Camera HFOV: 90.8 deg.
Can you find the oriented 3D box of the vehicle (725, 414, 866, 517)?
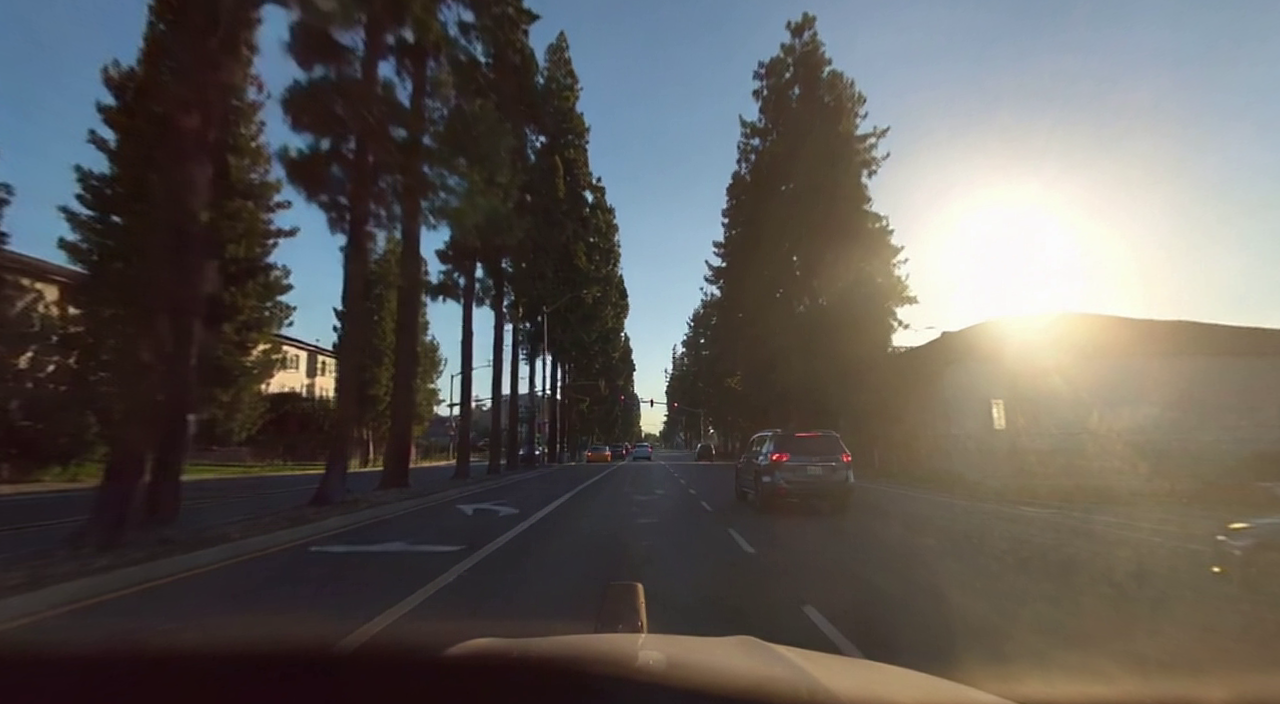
[{"bbox_3d":[3.241,2.470,14.205,2.035,1.940,4.299,0,-8,0],"label":"vehicle"}]

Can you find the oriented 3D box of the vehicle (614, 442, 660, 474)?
[{"bbox_3d":[-0.126,5.140,30.867,2.119,1.460,3.847,0,-8,0],"label":"vehicle"}]

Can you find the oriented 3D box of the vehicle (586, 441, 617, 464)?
[{"bbox_3d":[-2.828,7.507,47.389,1.962,1.632,3.979,0,-8,1],"label":"vehicle"}]

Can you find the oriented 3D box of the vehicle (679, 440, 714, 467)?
[{"bbox_3d":[3.806,6.873,42.940,1.922,1.708,4.126,0,-8,-1],"label":"vehicle"}]
